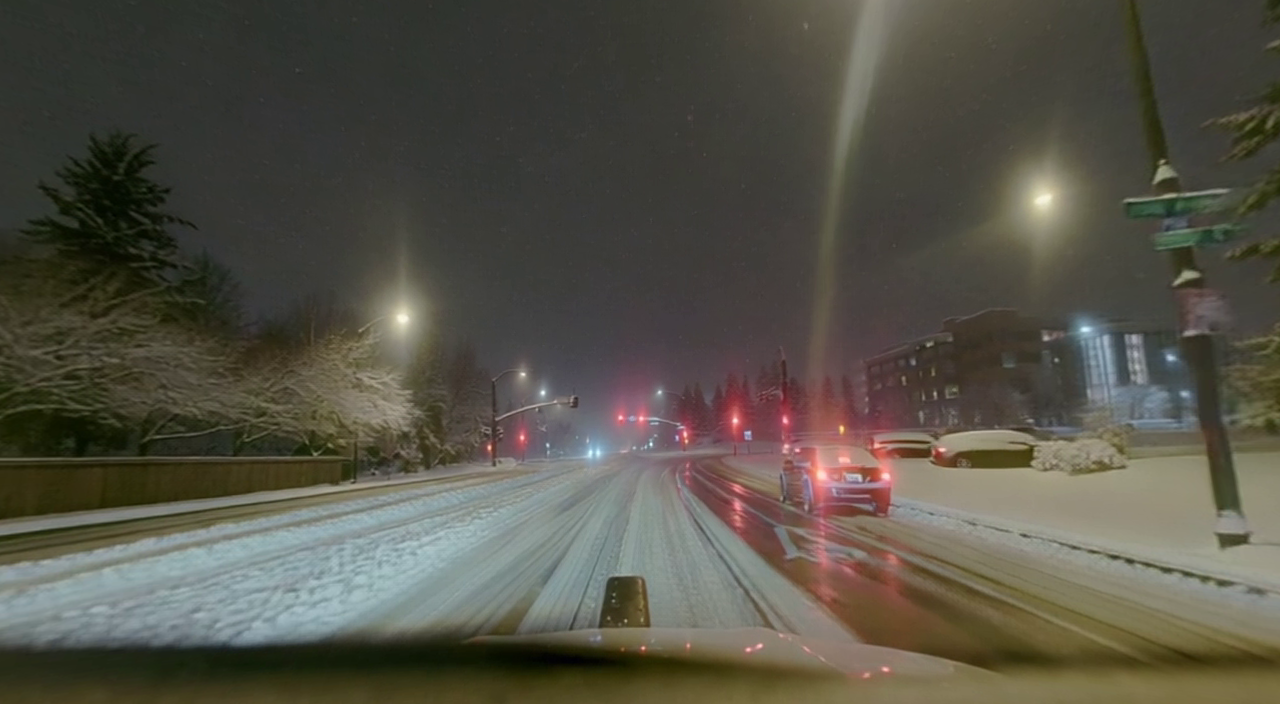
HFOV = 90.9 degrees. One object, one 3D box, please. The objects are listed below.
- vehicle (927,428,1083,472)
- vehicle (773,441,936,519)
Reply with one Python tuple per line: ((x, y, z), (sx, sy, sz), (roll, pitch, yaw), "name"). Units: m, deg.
((12.591, 3.400, 21.947), (4.227, 1.451, 1.874), (0, -8, 2), "vehicle")
((4.483, 2.735, 14.106), (2.006, 1.448, 4.671), (0, -8, 0), "vehicle")
